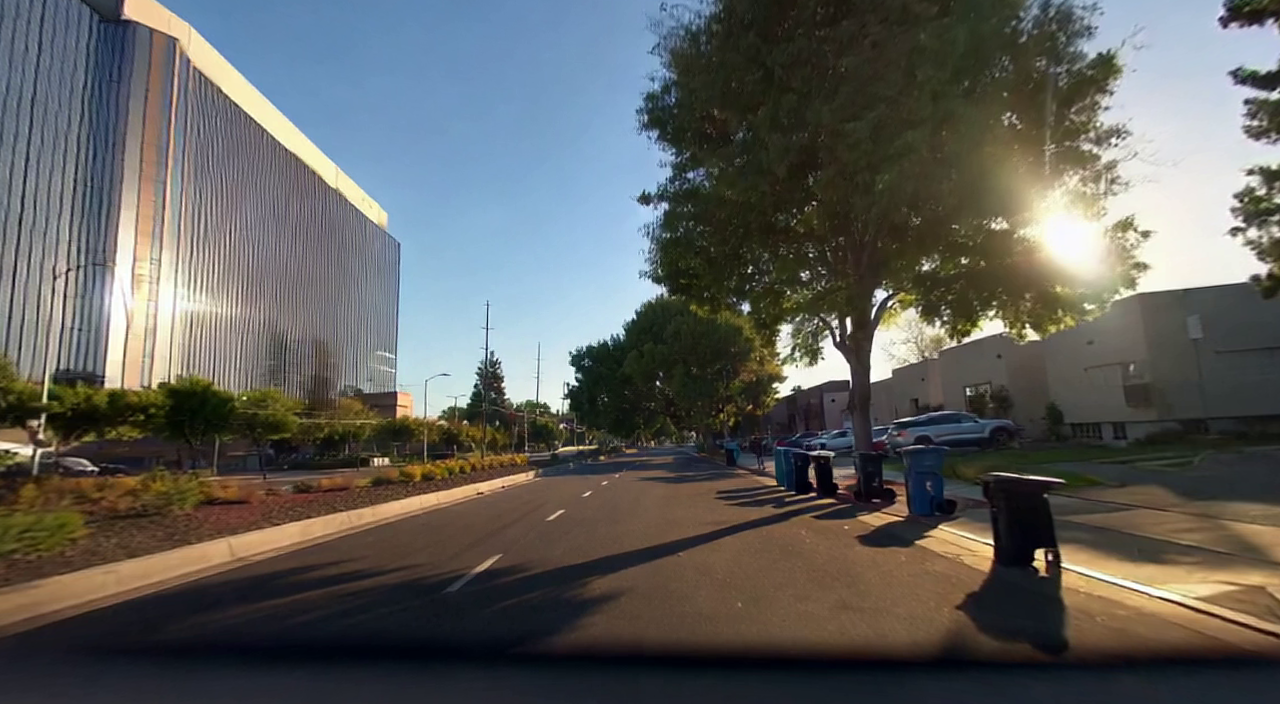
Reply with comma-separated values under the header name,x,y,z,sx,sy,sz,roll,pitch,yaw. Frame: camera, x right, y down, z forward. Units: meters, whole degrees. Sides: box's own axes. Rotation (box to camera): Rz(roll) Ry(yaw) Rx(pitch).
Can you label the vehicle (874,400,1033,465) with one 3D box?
name,x,y,z,sx,sy,sz,roll,pitch,yaw
vehicle,12.625,3.319,25.708,5.136,1.945,2.153,-7,-9,3
